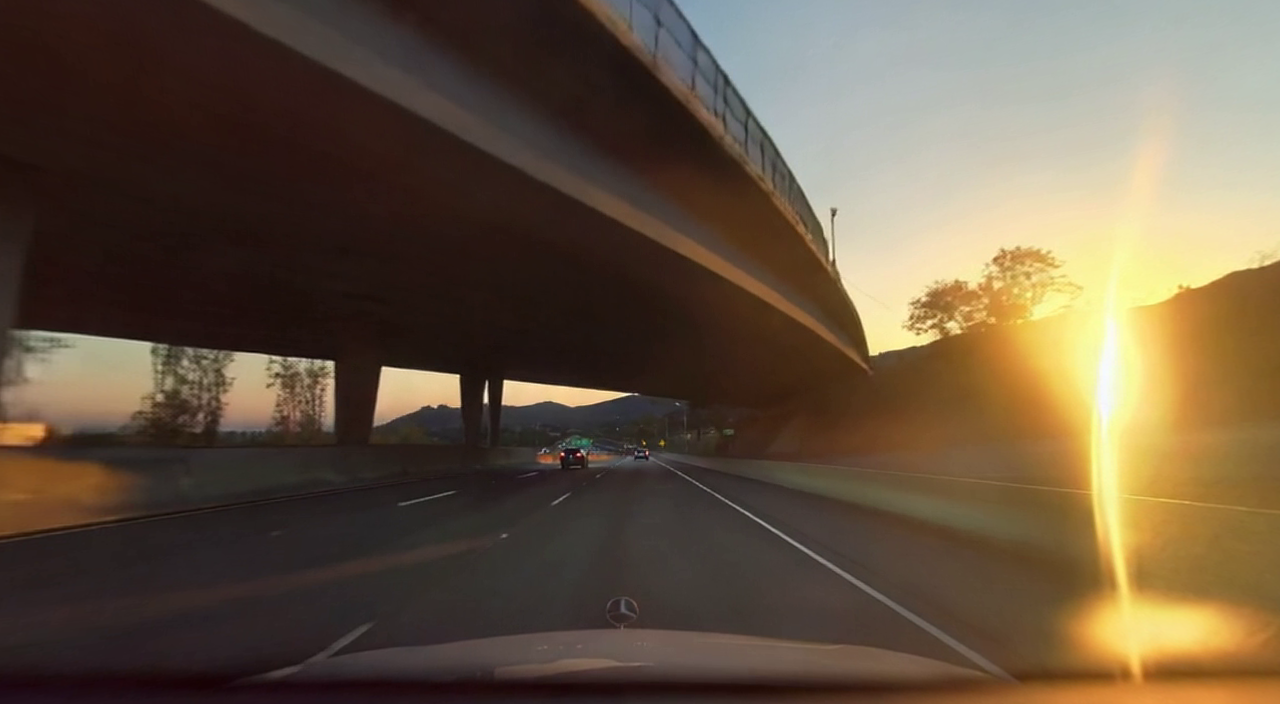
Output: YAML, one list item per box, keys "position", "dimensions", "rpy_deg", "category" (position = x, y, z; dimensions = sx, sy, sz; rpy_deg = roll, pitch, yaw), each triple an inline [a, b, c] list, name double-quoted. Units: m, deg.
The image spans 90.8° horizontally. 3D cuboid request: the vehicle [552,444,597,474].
- position: [-4.188, 6.938, 41.150]
  dimensions: [2.272, 1.759, 5.058]
  rpy_deg: [0, -9, 1]
  category: "vehicle"
